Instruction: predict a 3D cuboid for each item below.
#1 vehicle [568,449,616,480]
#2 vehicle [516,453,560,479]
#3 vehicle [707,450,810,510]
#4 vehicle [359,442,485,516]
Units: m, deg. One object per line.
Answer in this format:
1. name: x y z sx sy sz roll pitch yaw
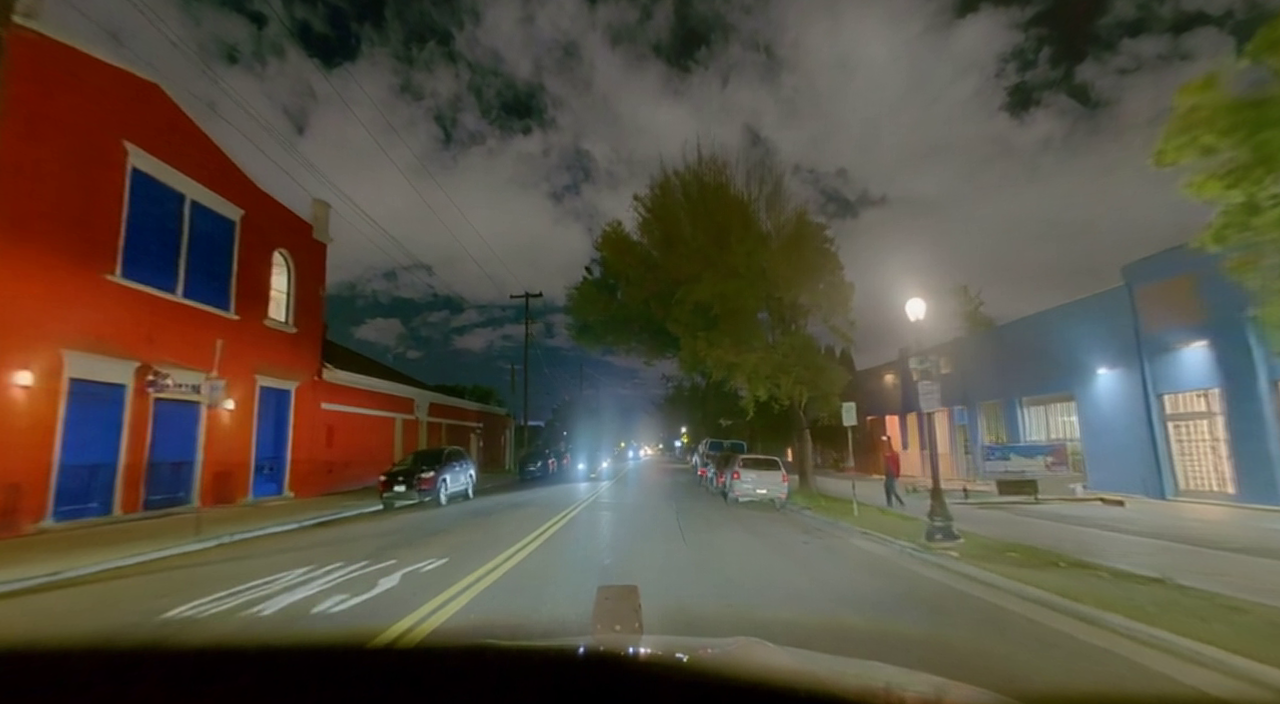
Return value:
1. vehicle: -2.490 5.977 33.869 2.036 1.515 4.437 0 -9 2
2. vehicle: -6.123 6.894 38.425 1.844 1.486 4.474 0 -9 2
3. vehicle: 3.169 3.517 17.889 1.966 1.471 4.552 0 -9 -1
4. vehicle: -6.279 3.644 18.791 2.140 1.746 4.385 -4 -8 1
